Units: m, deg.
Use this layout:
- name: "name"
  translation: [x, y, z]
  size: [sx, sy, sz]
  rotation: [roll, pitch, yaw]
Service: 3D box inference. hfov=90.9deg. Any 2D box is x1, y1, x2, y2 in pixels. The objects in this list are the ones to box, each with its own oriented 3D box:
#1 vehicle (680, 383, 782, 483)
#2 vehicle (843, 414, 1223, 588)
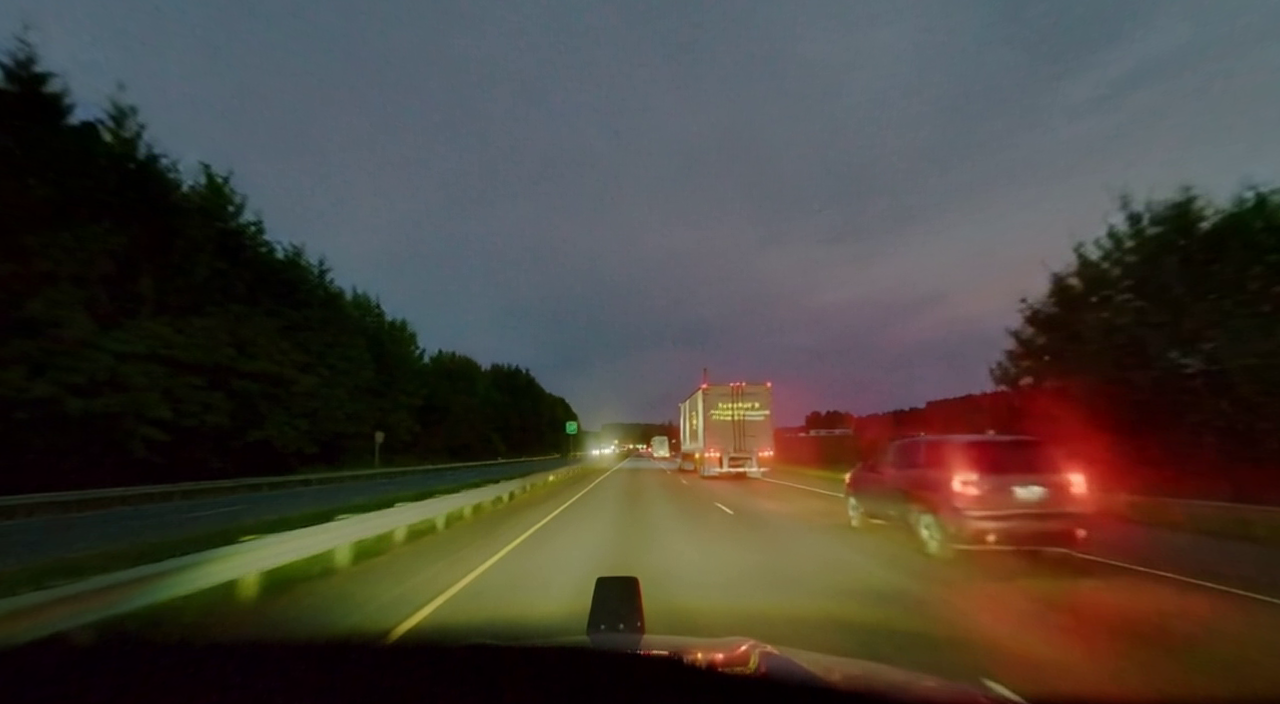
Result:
- name: "vehicle"
  translation: [4.195, 4.446, 33.203]
  size: [3.231, 4.102, 14.393]
  rotation: [0, -9, 0]
- name: "vehicle"
  translation: [4.644, 1.832, 8.628]
  size: [2.118, 1.688, 4.715]
  rotation: [0, -9, 0]
